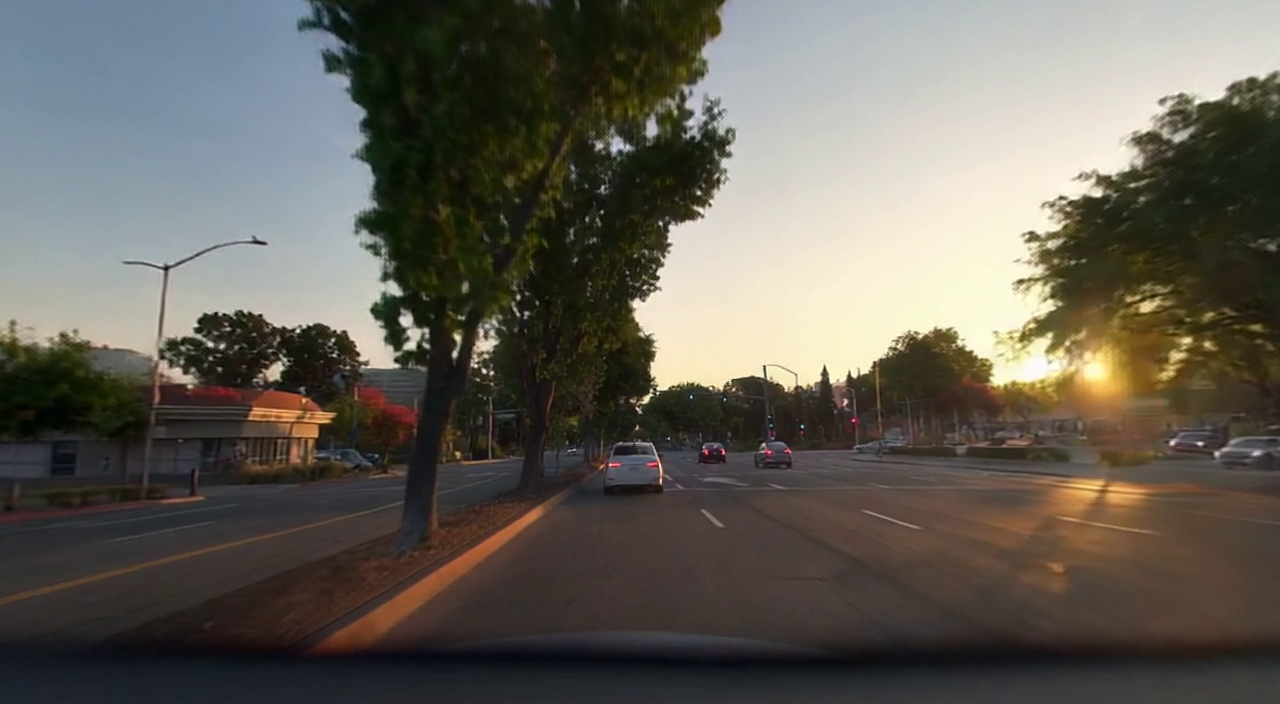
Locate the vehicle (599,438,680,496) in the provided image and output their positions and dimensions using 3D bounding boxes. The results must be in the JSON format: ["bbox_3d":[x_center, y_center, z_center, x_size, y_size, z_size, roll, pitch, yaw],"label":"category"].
[{"bbox_3d":[-0.051,3.237,18.159,2.064,1.477,3.968,0,-8,-1],"label":"vehicle"}]

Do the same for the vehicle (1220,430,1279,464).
[{"bbox_3d":[31.939,4.731,31.530,1.873,1.588,4.133,-2,-8,-1],"label":"vehicle"}]

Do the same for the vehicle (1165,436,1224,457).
[{"bbox_3d":[40.319,6.885,45.919,3.834,1.470,1.910,4,-10,-28],"label":"vehicle"}]
